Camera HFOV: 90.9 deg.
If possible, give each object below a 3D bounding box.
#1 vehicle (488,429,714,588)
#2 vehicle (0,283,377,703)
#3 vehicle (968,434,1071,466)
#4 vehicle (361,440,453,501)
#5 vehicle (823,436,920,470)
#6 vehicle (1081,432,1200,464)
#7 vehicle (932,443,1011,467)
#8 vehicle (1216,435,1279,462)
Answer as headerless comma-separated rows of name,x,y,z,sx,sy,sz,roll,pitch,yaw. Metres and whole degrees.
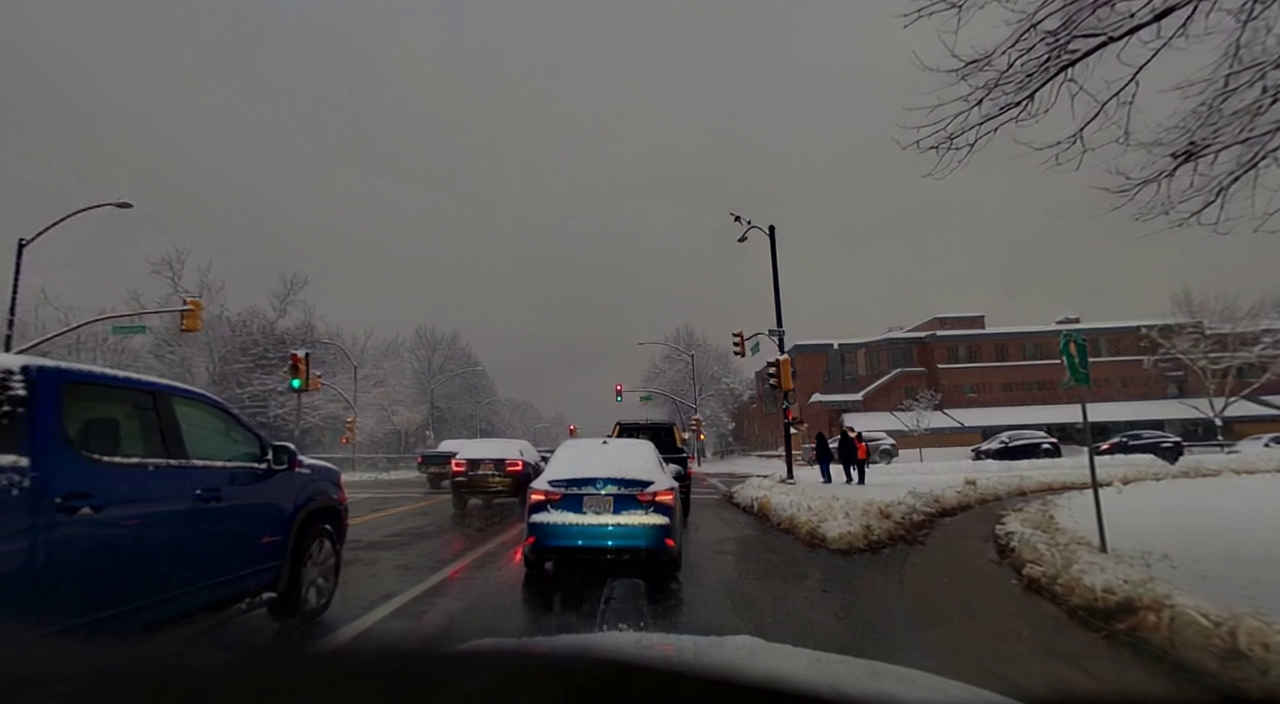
vehicle,-0.366,1.831,8.284,2.144,1.497,4.446,0,-9,0
vehicle,-3.662,0.840,3.396,2.202,1.961,4.980,0,-9,1
vehicle,21.940,5.661,36.554,4.529,1.786,2.110,0,-9,2
vehicle,-7.562,3.835,20.979,2.026,1.755,5.167,2,-9,-11
vehicle,12.216,5.359,33.458,4.394,1.724,1.886,0,-9,1
vehicle,28.937,5.579,36.563,4.967,1.794,2.044,-1,-9,3
vehicle,21.218,6.586,40.393,3.983,1.443,1.831,0,-9,1
vehicle,36.249,5.503,36.001,4.643,1.464,1.840,-1,-9,3
